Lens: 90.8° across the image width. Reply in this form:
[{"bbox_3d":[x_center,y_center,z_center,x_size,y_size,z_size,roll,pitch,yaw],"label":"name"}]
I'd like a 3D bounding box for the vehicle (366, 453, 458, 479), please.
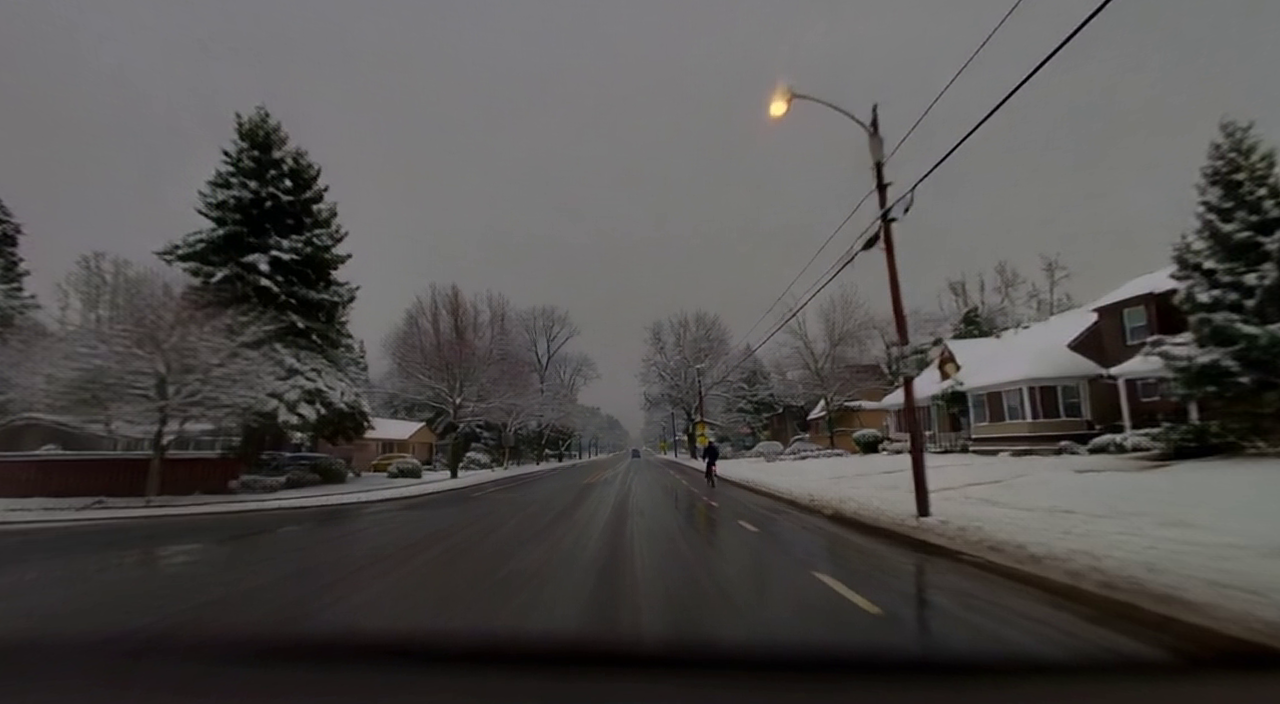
[{"bbox_3d":[-13.385,6.735,37.360,4.717,1.465,1.887,0,-9,-4],"label":"vehicle"}]
